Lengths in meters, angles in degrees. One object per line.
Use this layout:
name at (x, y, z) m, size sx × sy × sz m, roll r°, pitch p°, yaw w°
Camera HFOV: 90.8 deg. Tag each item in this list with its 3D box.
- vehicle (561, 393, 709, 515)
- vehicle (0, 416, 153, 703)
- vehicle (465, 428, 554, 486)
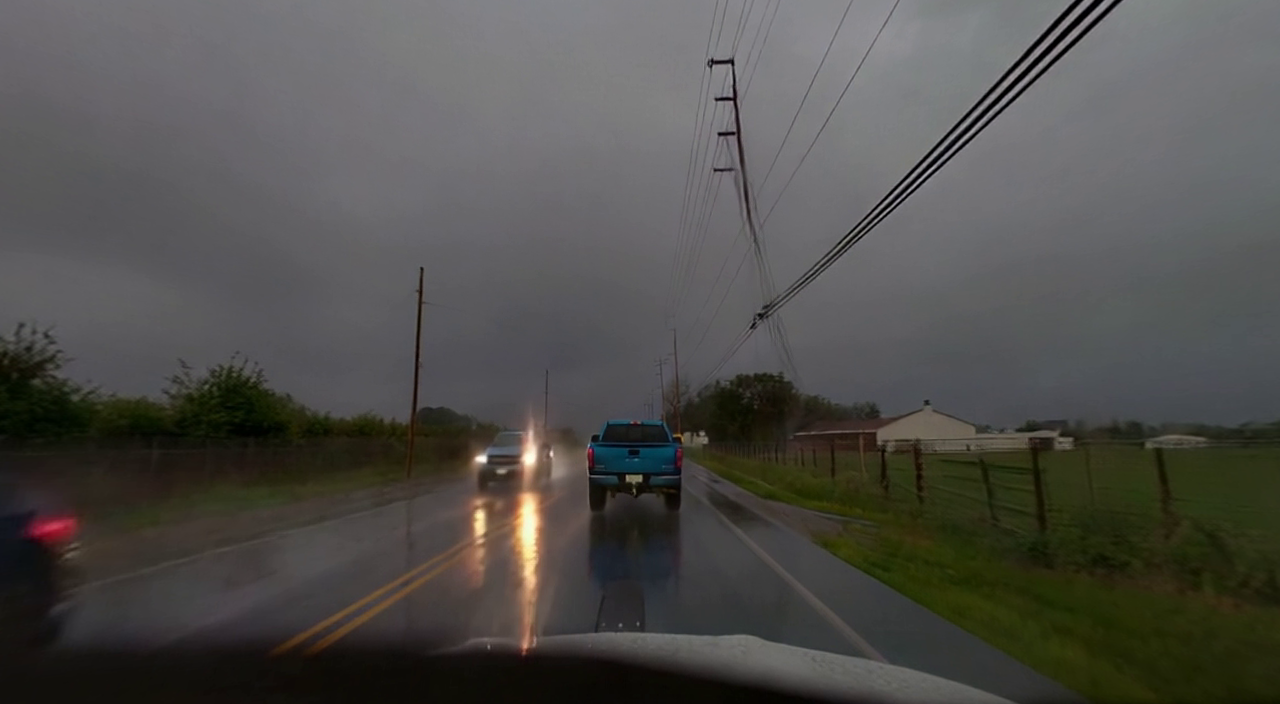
vehicle at (-0.136, 2.298, 14.566) m, size 2.693 × 2.223 × 5.885 m, roll 0°, pitch -9°, yaw -1°
vehicle at (-4.025, 0.854, 1.630) m, size 1.935 × 1.489 × 4.495 m, roll 0°, pitch -9°, yaw 0°
vehicle at (-4.417, 3.658, 22.261) m, size 2.077 × 1.805 × 4.891 m, roll 0°, pitch -9°, yaw 0°
